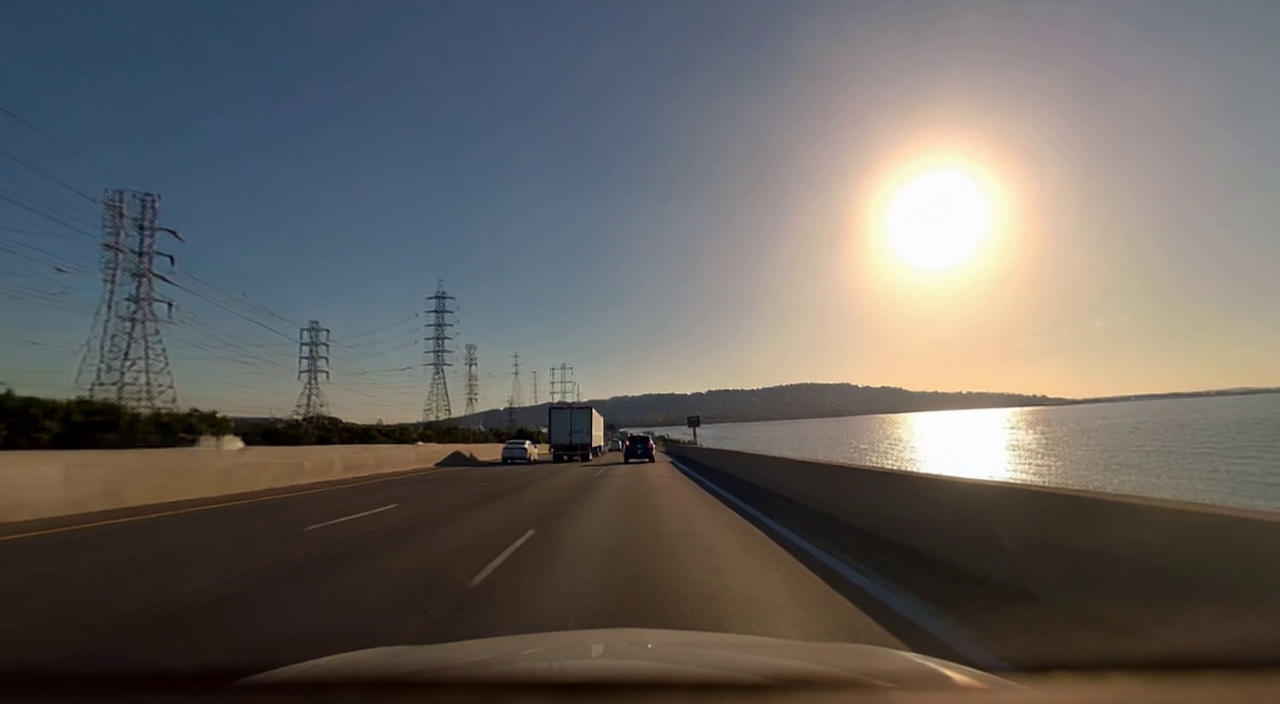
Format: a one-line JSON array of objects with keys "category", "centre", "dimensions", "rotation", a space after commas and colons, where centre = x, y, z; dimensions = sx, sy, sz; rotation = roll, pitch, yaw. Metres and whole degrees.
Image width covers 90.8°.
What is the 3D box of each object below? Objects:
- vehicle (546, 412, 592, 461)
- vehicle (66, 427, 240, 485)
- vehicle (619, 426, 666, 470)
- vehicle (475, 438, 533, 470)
[{"category": "vehicle", "centre": [-3.742, 4.543, 33.855], "dimensions": [2.178, 2.522, 2.054], "rotation": [0, -9, 1]}, {"category": "vehicle", "centre": [-16.297, 3.512, 21.566], "dimensions": [1.972, 1.723, 4.983], "rotation": [0, -8, 0]}, {"category": "vehicle", "centre": [0.138, 5.088, 33.601], "dimensions": [2.358, 2.144, 4.713], "rotation": [0, -8, 0]}, {"category": "vehicle", "centre": [-7.129, 5.415, 33.647], "dimensions": [2.004, 1.545, 4.513], "rotation": [0, -8, 1]}]
